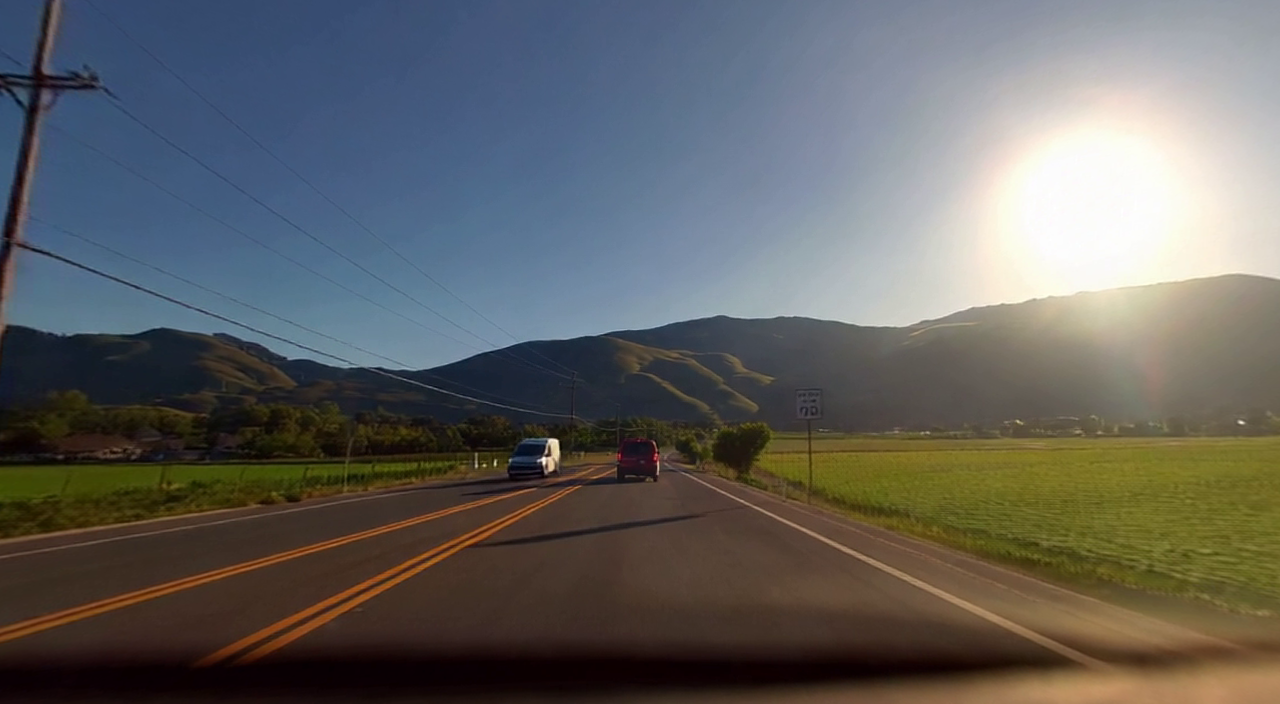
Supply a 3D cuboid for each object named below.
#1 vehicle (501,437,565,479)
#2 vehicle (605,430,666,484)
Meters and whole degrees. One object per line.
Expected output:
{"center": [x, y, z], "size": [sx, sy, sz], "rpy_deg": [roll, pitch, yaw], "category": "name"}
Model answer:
{"center": [-5.709, 5.719, 34.334], "size": [2.213, 2.108, 5.027], "rpy_deg": [0, -9, 4], "category": "vehicle"}
{"center": [-0.125, 4.571, 27.620], "size": [2.454, 2.144, 4.535], "rpy_deg": [0, -9, 1], "category": "vehicle"}
